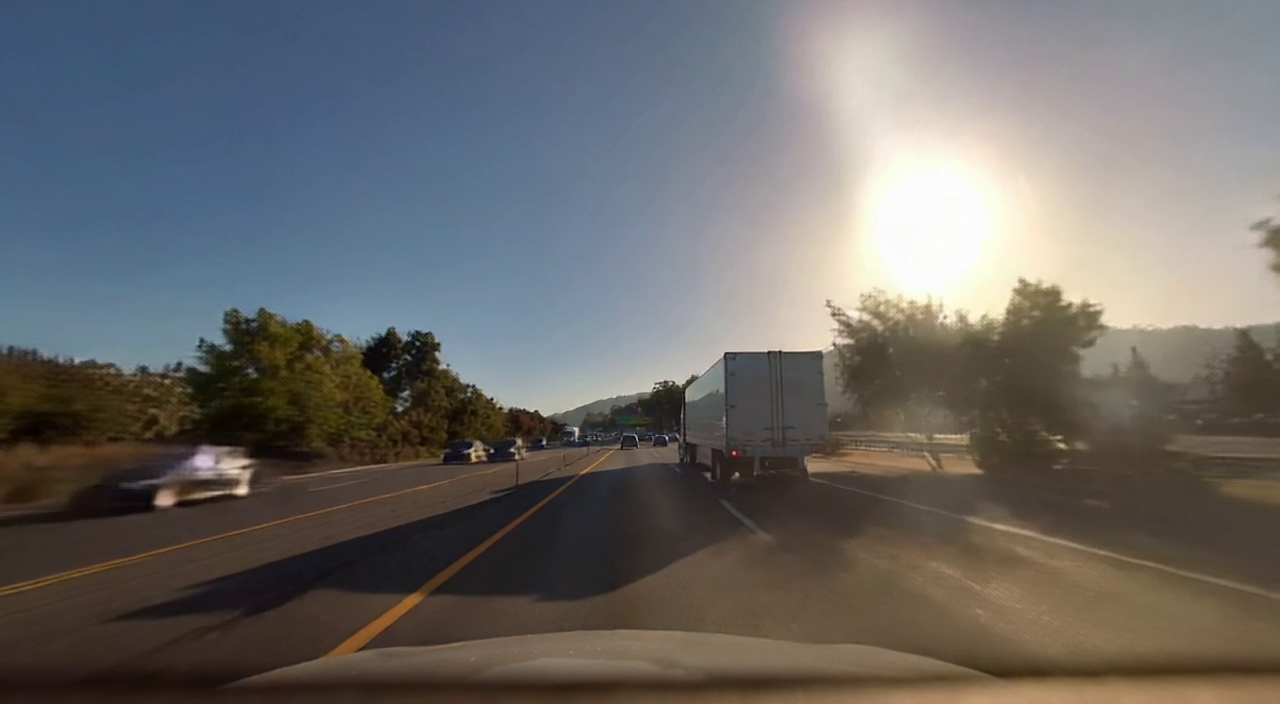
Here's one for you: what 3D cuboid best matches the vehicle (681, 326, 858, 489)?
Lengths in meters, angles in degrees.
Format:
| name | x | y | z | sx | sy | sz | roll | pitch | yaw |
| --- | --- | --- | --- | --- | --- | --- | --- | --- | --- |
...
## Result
| name | x | y | z | sx | sy | sz | roll | pitch | yaw |
| --- | --- | --- | --- | --- | --- | --- | --- | --- | --- |
| vehicle | 3.579 | 2.256 | 22.292 | 3.038 | 3.975 | 13.887 | 0 | -8 | -1 |

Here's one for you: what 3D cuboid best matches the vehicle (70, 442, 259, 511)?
| name | x | y | z | sx | sy | sz | roll | pitch | yaw |
| --- | --- | --- | --- | --- | --- | --- | --- | --- | --- |
| vehicle | -12.863 | 3.341 | 17.478 | 1.929 | 1.605 | 4.299 | 0 | -8 | -1 |

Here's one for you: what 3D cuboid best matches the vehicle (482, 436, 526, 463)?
| name | x | y | z | sx | sy | sz | roll | pitch | yaw |
| --- | --- | --- | --- | --- | --- | --- | --- | --- | --- |
| vehicle | -8.346 | 6.027 | 39.016 | 1.930 | 1.542 | 3.943 | 1 | -7 | -1 |

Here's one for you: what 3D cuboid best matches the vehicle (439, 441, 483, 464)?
| name | x | y | z | sx | sy | sz | roll | pitch | yaw |
| --- | --- | --- | --- | --- | --- | --- | --- | --- | --- |
| vehicle | -12.696 | 7.120 | 44.915 | 1.848 | 1.532 | 4.400 | 0 | -8 | 0 |
